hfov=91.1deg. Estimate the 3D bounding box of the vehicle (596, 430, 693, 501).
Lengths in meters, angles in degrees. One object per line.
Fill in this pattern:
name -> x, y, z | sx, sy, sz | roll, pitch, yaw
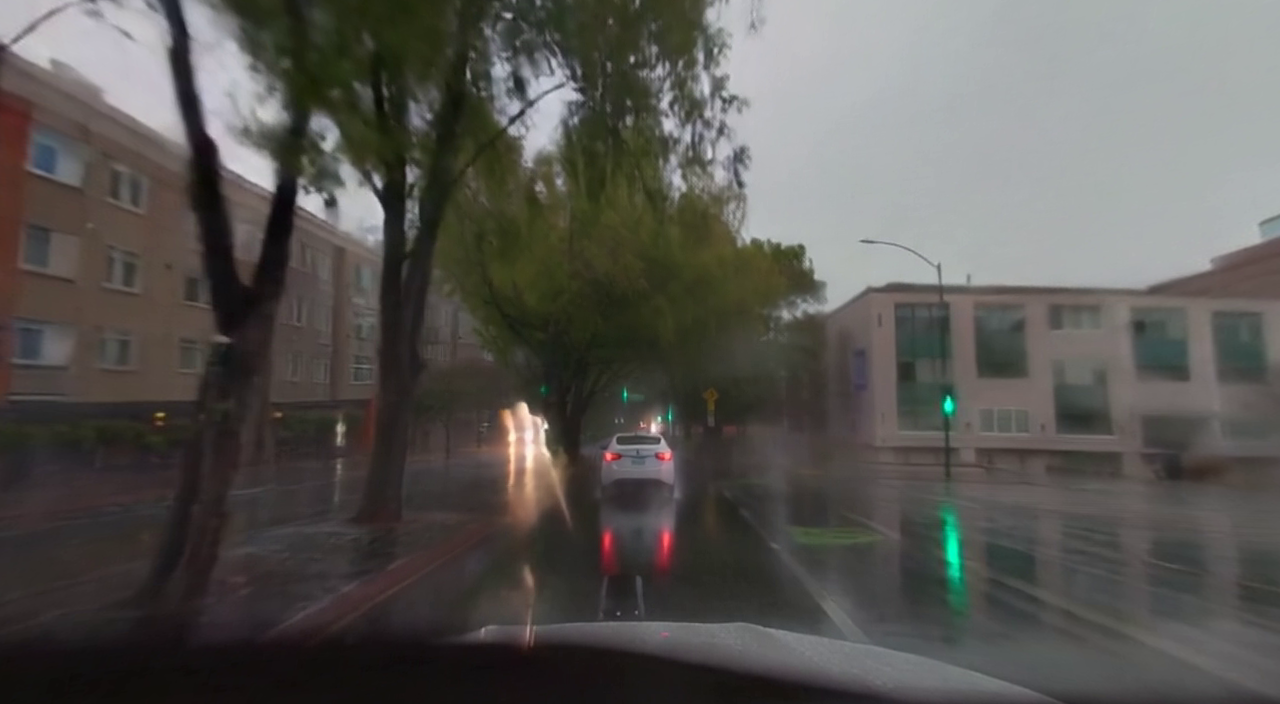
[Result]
vehicle -> 0.023, 2.541, 14.679 | 1.950, 1.401, 4.159 | 0, -7, -2
